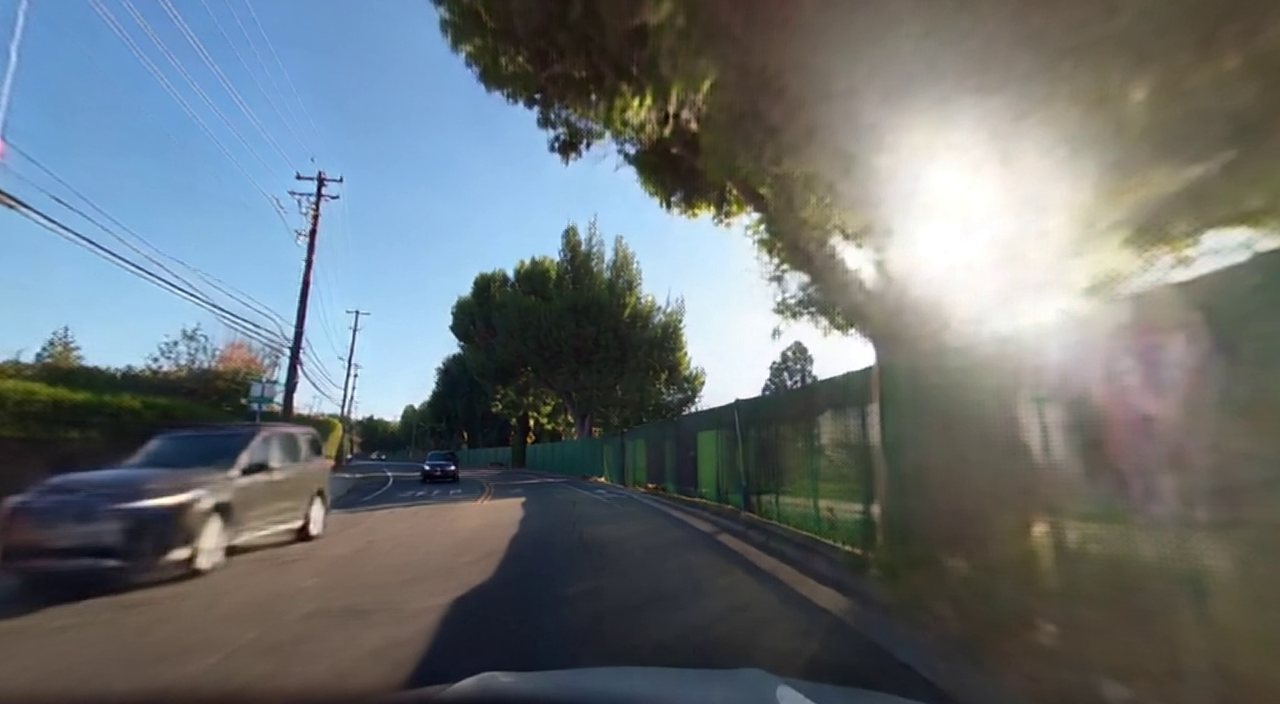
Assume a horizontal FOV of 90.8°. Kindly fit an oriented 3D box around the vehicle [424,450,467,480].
[{"bbox_3d":[-10.596,6.106,34.392,2.034,1.479,4.521,3,-9,-17],"label":"vehicle"}]

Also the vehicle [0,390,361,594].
[{"bbox_3d":[-5.534,1.625,8.103,2.185,1.901,4.177,0,-9,-4],"label":"vehicle"}]
